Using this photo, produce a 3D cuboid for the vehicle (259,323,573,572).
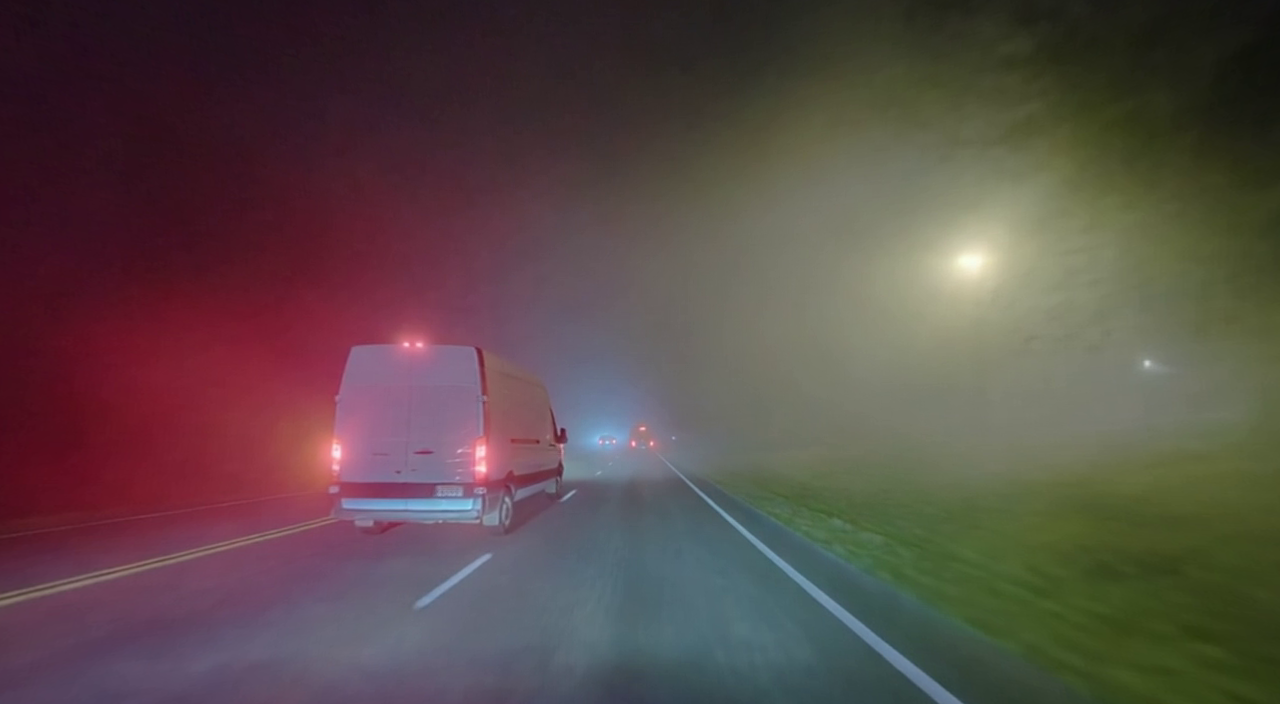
[{"bbox_3d":[-2.681,1.417,9.721,2.497,2.628,6.016,0,-8,1],"label":"vehicle"}]
